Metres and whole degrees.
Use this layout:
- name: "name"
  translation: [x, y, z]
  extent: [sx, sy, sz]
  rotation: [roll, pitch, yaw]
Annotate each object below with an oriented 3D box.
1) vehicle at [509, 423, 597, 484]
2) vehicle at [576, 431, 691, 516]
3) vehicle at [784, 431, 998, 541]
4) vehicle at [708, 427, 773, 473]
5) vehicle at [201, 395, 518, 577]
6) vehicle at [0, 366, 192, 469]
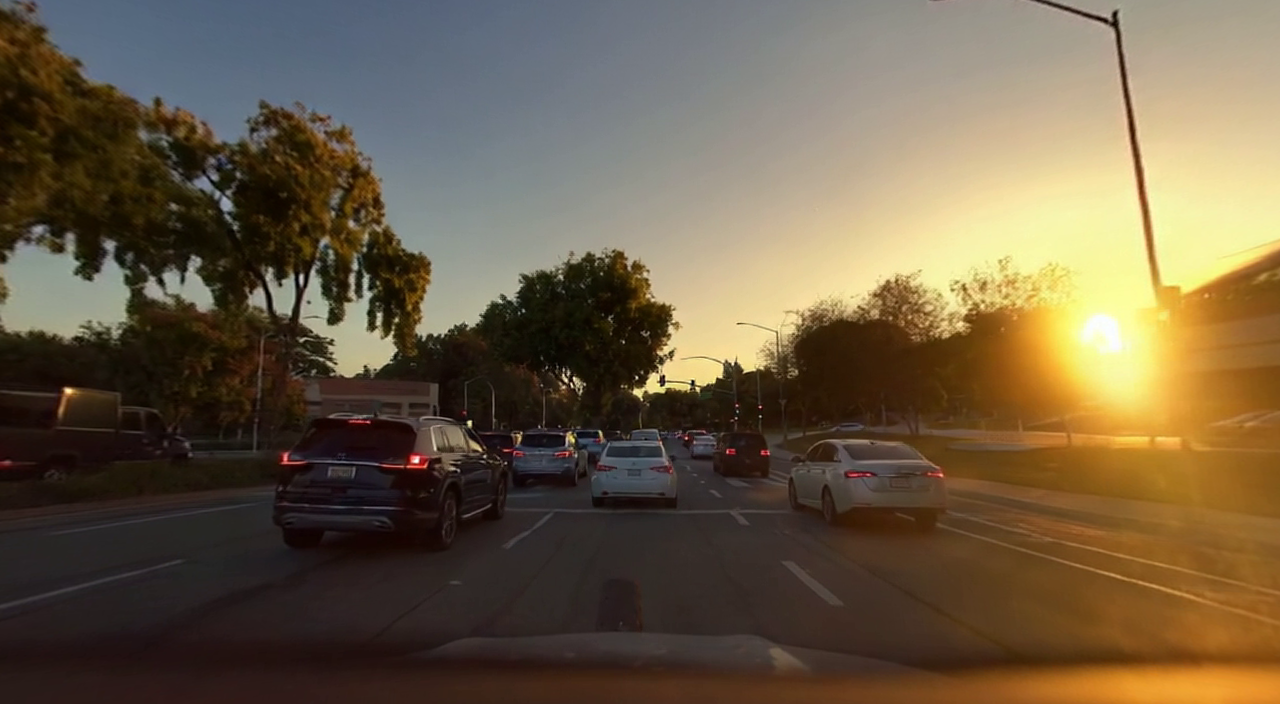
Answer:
- name: "vehicle"
  translation: [-2.827, 3.443, 21.673]
  extent: [2.218, 1.829, 4.492]
  rotation: [0, -8, 2]
- name: "vehicle"
  translation: [-0.100, 2.468, 13.361]
  extent: [2.030, 1.477, 4.330]
  rotation: [0, -8, 1]
- name: "vehicle"
  translation: [3.863, 2.116, 10.654]
  extent: [1.884, 1.463, 4.195]
  rotation: [0, -8, 0]
- name: "vehicle"
  translation: [4.303, 4.283, 27.759]
  extent: [2.099, 1.845, 4.363]
  rotation: [0, -8, 0]
- name: "vehicle"
  translation: [-3.209, 1.672, 8.790]
  extent: [2.111, 1.745, 5.274]
  rotation: [0, -8, -2]
- name: "vehicle"
  translation: [-27.756, 3.108, 28.855]
  extent: [3.181, 4.189, 14.107]
  rotation: [-1, -8, 5]
